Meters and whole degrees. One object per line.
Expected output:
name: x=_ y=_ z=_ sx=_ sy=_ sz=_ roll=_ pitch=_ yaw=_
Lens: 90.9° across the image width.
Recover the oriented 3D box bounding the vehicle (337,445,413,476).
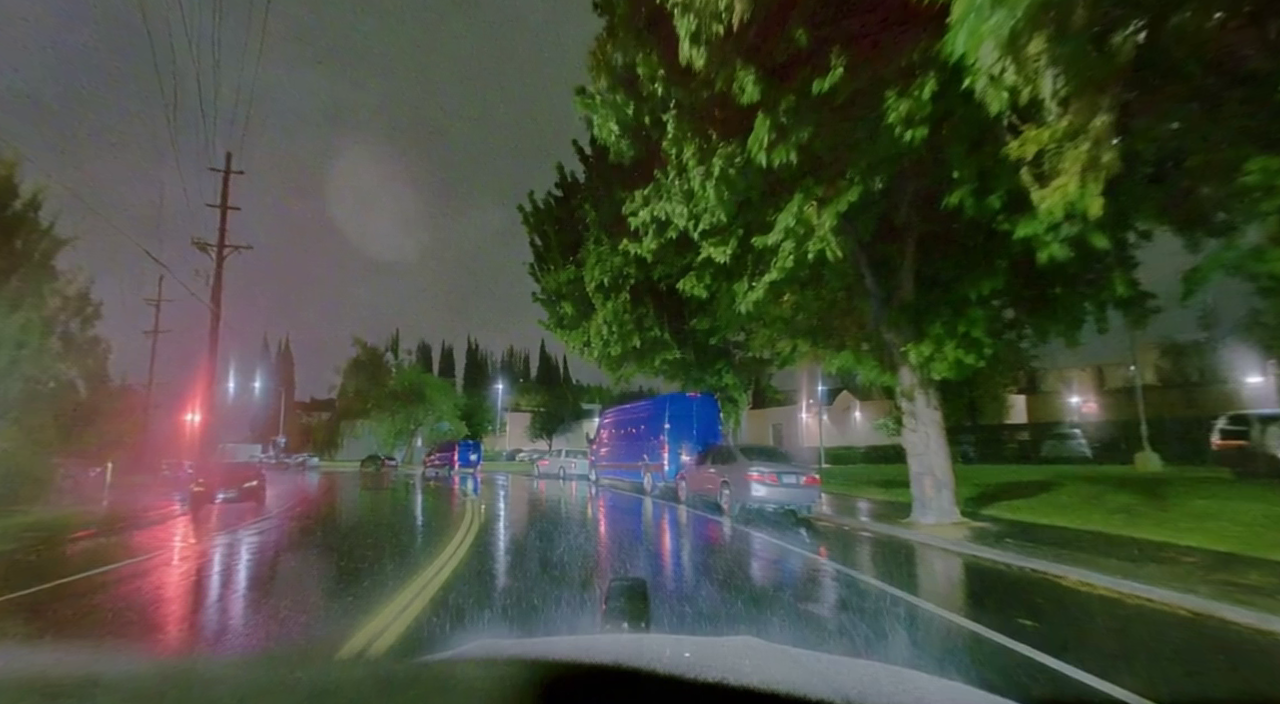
vehicle: x=-19.272 y=7.806 z=45.652 sx=6.647 sy=2.035 sz=2.309 roll=-8 pitch=-11 yaw=41

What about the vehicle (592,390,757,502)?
vehicle: x=0.652 y=2.819 z=18.978 sx=2.406 sy=2.689 sz=6.916 roll=3 pitch=-9 yaw=-20

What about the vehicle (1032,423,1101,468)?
vehicle: x=17.762 y=3.890 z=26.165 sx=1.830 sy=1.648 sz=4.635 roll=-9 pitch=-12 yaw=37

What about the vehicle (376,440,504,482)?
vehicle: x=-12.822 y=6.844 z=39.603 sx=10.370 sy=2.164 sz=3.041 roll=-10 pitch=-11 yaw=43

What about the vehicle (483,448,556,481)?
vehicle: x=-6.139 y=5.604 z=31.722 sx=1.957 sy=1.479 sz=4.554 roll=6 pitch=-10 yaw=-34

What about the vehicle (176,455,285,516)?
vehicle: x=-11.700 y=3.776 z=18.301 sx=1.985 sy=1.485 sz=3.820 roll=3 pitch=-9 yaw=-24

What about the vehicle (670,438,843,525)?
vehicle: x=2.150 y=2.556 z=13.119 sx=1.891 sy=1.466 sz=4.362 roll=2 pitch=-9 yaw=-14

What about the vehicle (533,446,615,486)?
vehicle: x=-2.857 y=4.657 z=26.174 sx=1.961 sy=1.456 sz=4.569 roll=4 pitch=-9 yaw=-25
